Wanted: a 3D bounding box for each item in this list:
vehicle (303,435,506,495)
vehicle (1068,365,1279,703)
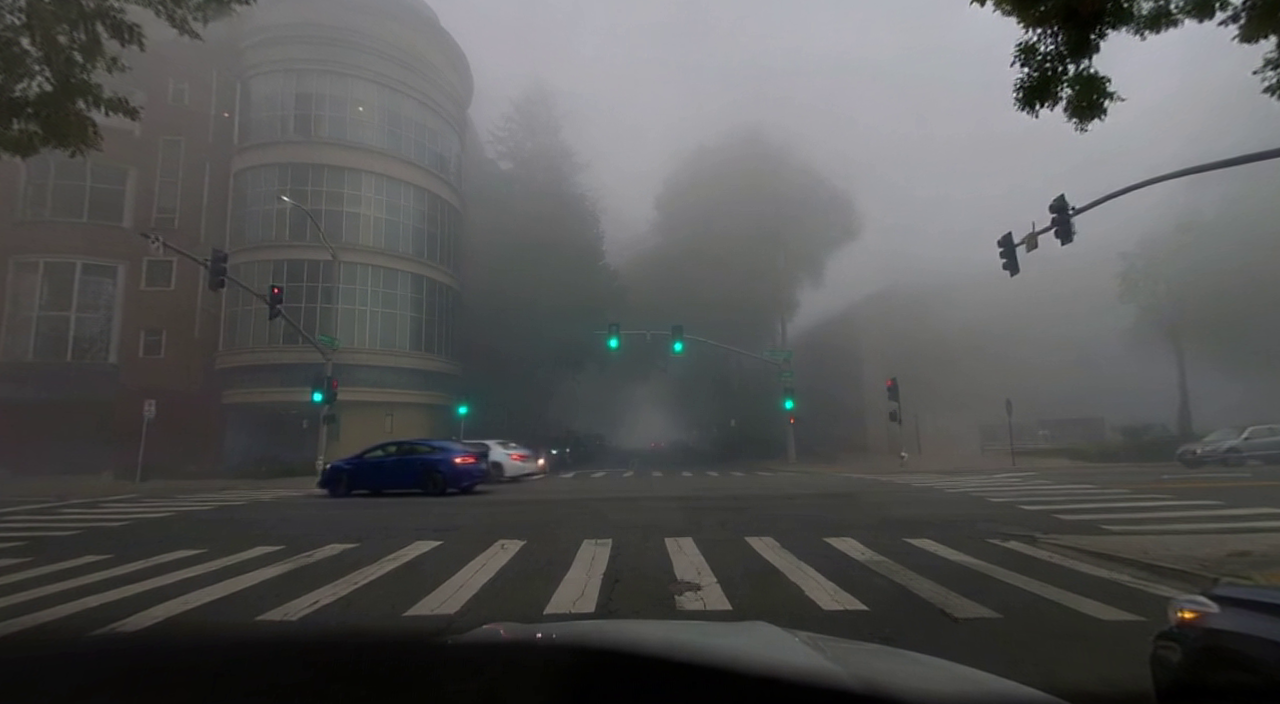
[{"bbox_3d":[-6.204,3.017,16.995,4.723,1.484,1.883,0,-8,0],"label":"vehicle"},{"bbox_3d":[2.884,0.676,0.830,1.947,1.576,3.825,0,-8,1],"label":"vehicle"}]
